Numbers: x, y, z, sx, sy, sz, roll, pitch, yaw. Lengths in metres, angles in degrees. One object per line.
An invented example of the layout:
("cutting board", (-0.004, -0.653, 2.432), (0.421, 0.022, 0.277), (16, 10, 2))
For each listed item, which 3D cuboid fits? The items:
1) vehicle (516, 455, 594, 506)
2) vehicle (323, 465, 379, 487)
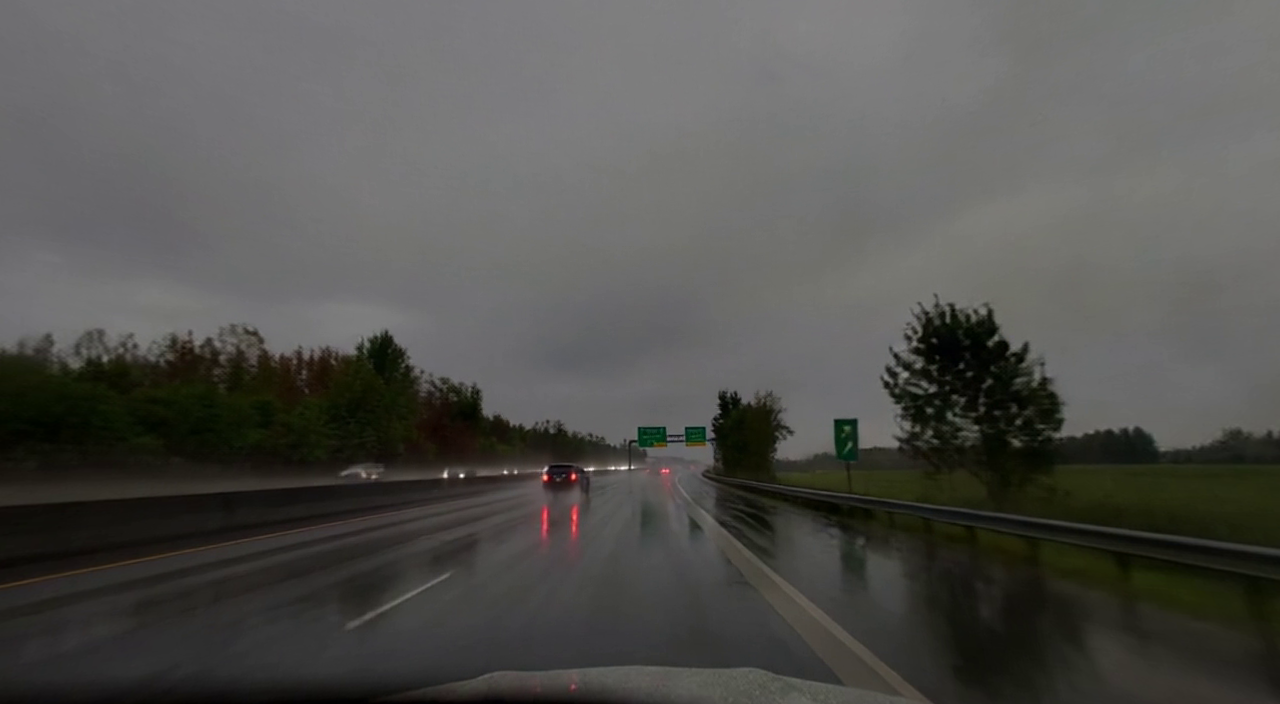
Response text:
("vehicle", (-2.953, 4.622, 22.869), (2.000, 1.594, 3.996), (1, -11, 4))
("vehicle", (-21.276, 9.152, 46.594), (1.887, 1.539, 4.225), (1, -10, 3))
